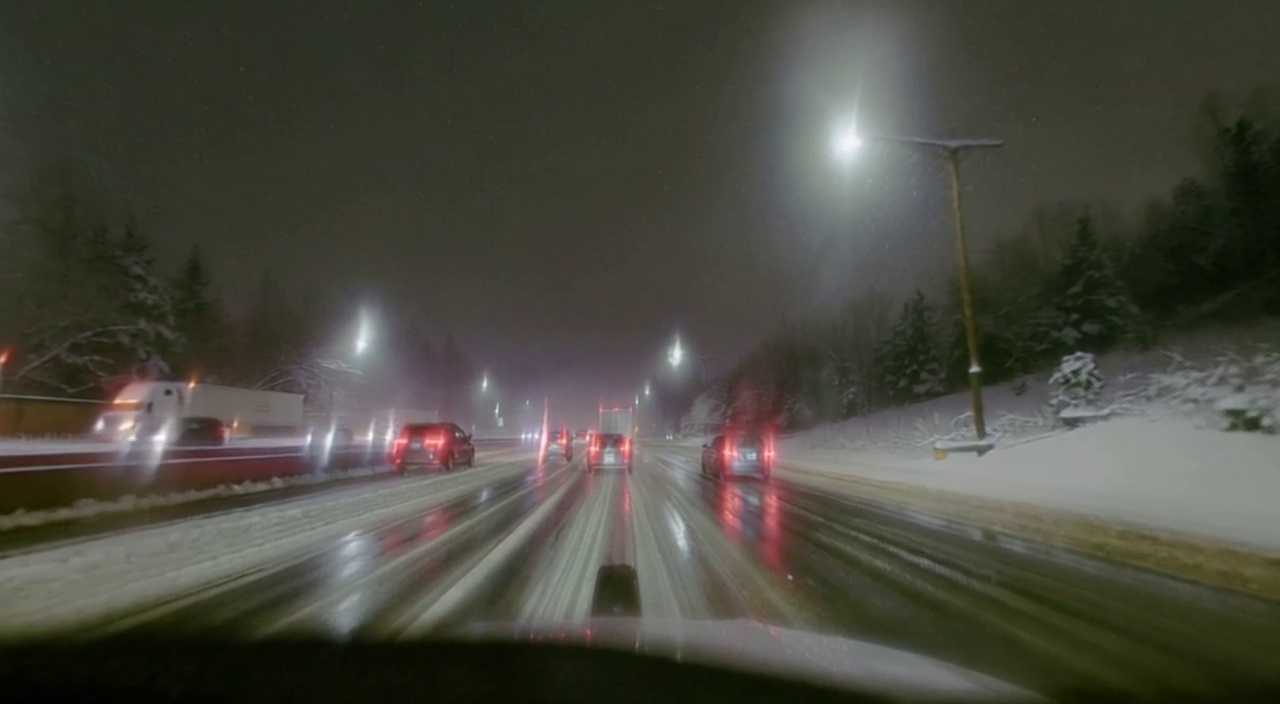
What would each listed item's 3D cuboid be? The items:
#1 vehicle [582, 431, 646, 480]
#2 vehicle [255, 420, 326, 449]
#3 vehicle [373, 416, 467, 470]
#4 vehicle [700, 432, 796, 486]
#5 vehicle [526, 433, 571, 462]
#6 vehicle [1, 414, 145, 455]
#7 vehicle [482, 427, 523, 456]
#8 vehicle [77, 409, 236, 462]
[{"bbox_3d":[-0.872,3.463,21.341,1.980,1.478,3.758,0,-8,-2],"label":"vehicle"},{"bbox_3d":[-20.148,4.770,36.435,1.831,1.575,4.218,0,-8,-3],"label":"vehicle"},{"bbox_3d":[-8.652,3.620,25.206,2.158,1.943,4.662,0,-8,-1],"label":"vehicle"},{"bbox_3d":[3.229,3.295,19.785,1.981,1.474,4.396,0,-8,-4],"label":"vehicle"},{"bbox_3d":[-5.060,5.331,35.325,2.046,1.493,4.384,0,-8,-2],"label":"vehicle"},{"bbox_3d":[-23.387,3.439,26.204,2.068,1.563,4.337,0,-8,-3],"label":"vehicle"},{"bbox_3d":[-9.428,6.178,43.444,1.992,1.838,4.493,0,-8,-2],"label":"vehicle"},{"bbox_3d":[-15.493,2.730,20.487,1.977,1.542,4.157,0,-8,-2],"label":"vehicle"}]
